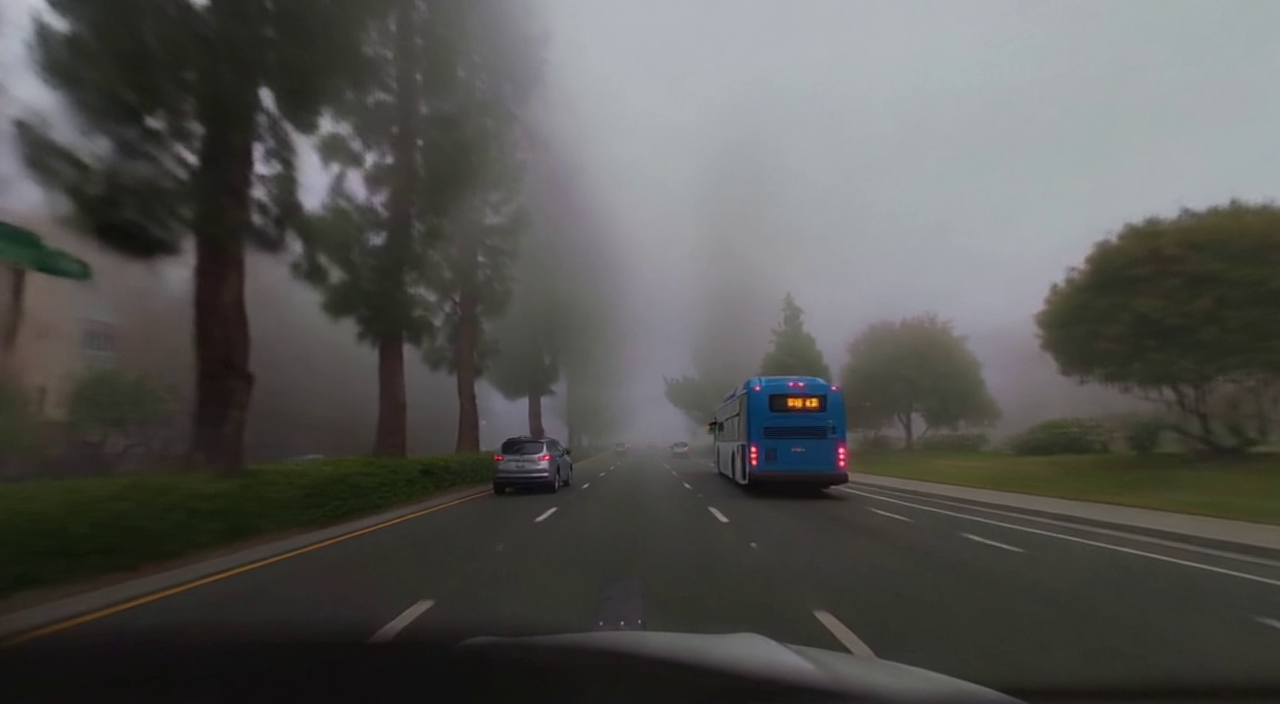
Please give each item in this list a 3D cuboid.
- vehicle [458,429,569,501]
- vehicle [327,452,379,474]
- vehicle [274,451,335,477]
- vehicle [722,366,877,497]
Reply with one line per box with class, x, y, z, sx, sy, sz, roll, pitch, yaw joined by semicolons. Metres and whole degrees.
vehicle;-3.396;3.128;17.764;2.111;1.767;4.333;0;-8;2
vehicle;-21.973;8.490;48.213;1.797;1.481;4.750;0;-8;-1
vehicle;-22.074;7.372;41.477;1.781;1.553;3.896;0;-8;1
vehicle;4.819;2.910;22.154;3.072;3.278;12.747;-1;-8;4
